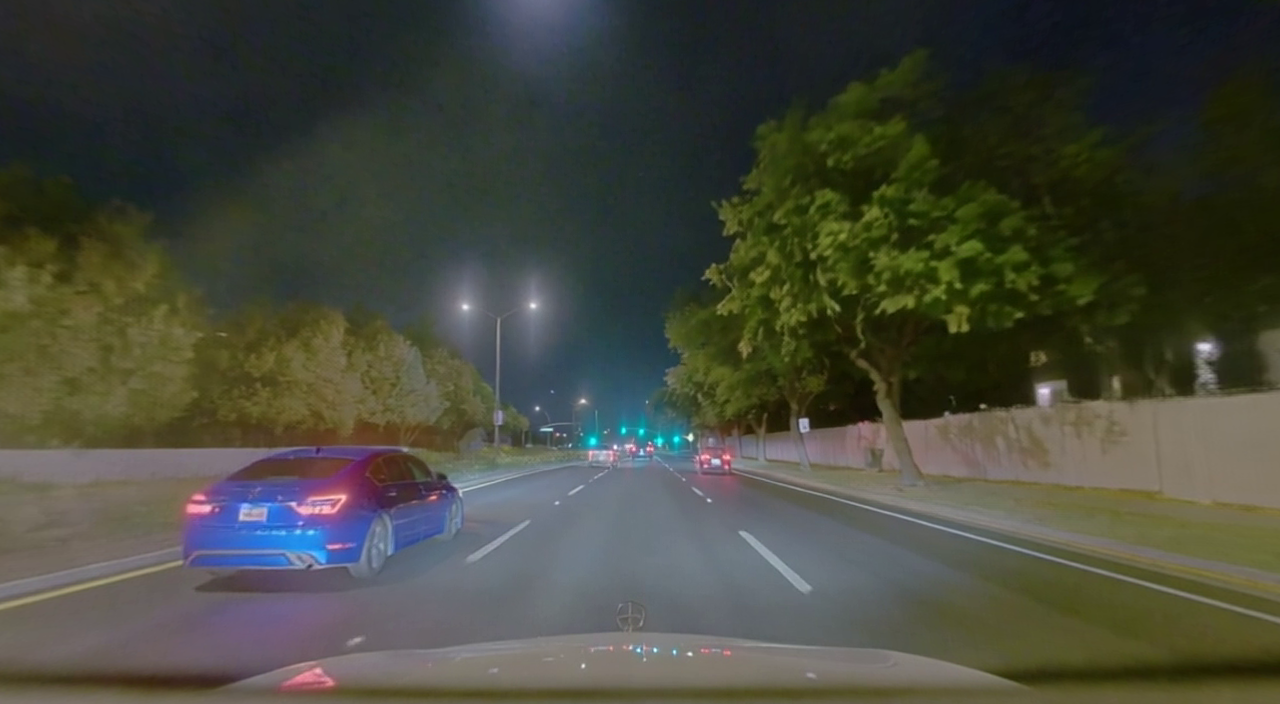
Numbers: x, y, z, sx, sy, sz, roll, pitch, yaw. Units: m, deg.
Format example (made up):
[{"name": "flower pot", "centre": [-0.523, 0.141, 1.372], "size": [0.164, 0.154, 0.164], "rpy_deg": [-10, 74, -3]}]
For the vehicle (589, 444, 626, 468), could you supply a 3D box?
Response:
[{"name": "vehicle", "centre": [-2.039, 6.726, 40.936], "size": [1.940, 1.473, 4.133], "rpy_deg": [-1, -9, 4]}]

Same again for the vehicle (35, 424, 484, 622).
[{"name": "vehicle", "centre": [-3.559, 1.691, 7.405], "size": [2.091, 1.503, 4.989], "rpy_deg": [0, -8, 1]}]

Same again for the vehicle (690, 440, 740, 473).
[{"name": "vehicle", "centre": [4.014, 5.671, 34.441], "size": [2.182, 1.688, 4.187], "rpy_deg": [0, -9, 0]}]
